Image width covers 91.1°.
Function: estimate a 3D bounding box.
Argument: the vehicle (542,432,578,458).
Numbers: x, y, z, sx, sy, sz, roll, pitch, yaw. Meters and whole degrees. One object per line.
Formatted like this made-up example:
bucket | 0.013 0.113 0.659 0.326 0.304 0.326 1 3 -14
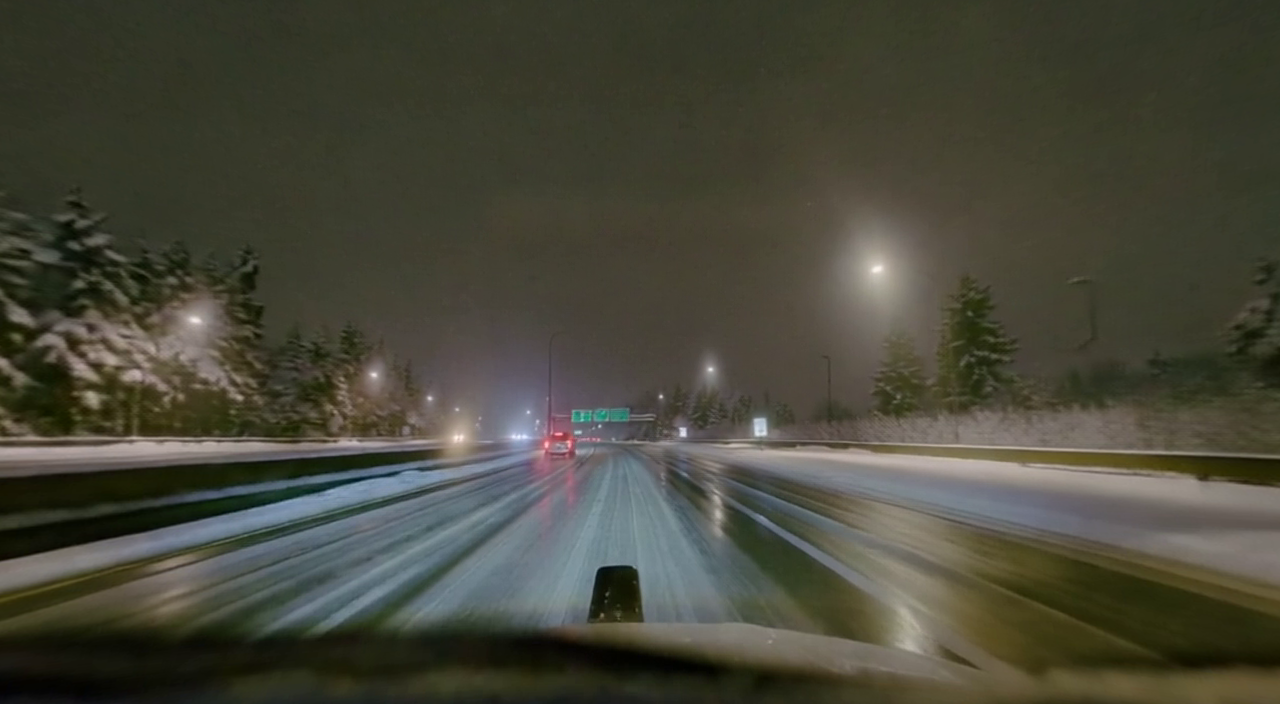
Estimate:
vehicle | -5.061 5.912 40.255 1.878 1.548 3.966 0 -8 -1
